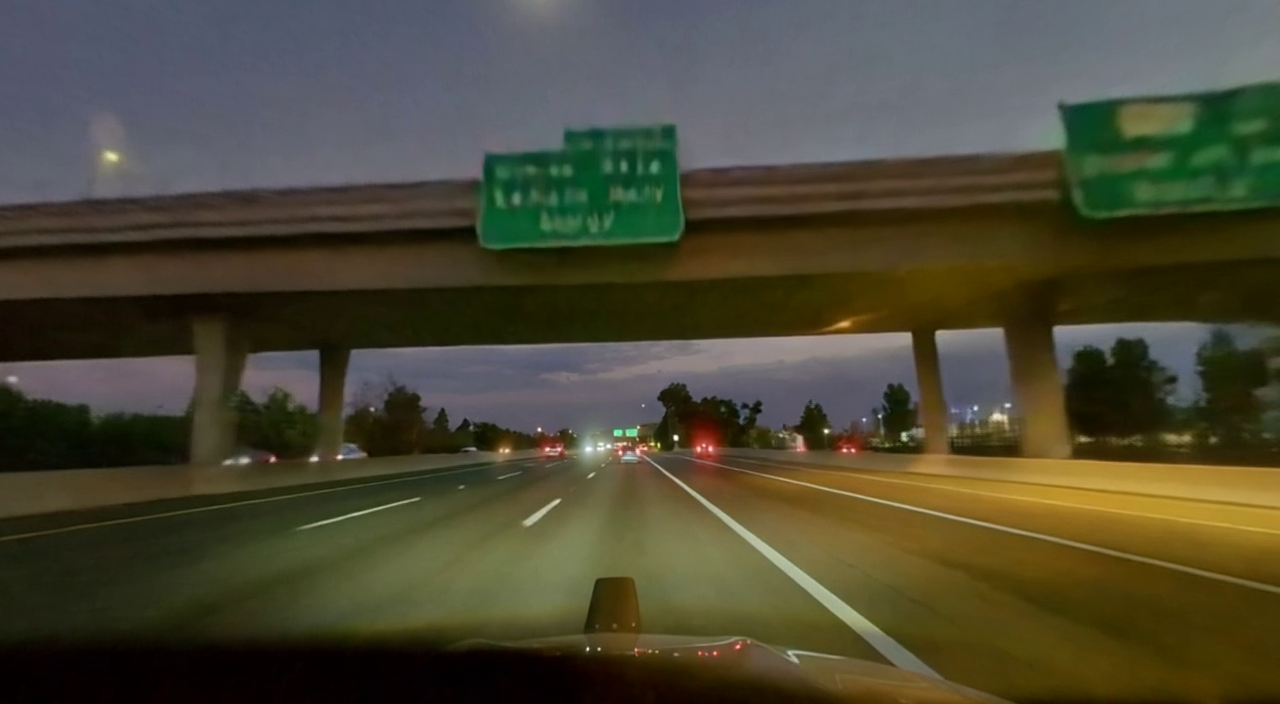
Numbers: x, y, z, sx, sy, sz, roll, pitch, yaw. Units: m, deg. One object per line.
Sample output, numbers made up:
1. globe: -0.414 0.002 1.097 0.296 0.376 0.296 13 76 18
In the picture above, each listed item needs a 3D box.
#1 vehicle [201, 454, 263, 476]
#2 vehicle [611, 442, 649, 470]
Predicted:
1. vehicle: -31.778 8.762 49.361 1.843 1.566 4.531 0 -8 -1
2. vehicle: -0.578 5.899 35.957 2.012 1.471 4.059 0 -8 -2
